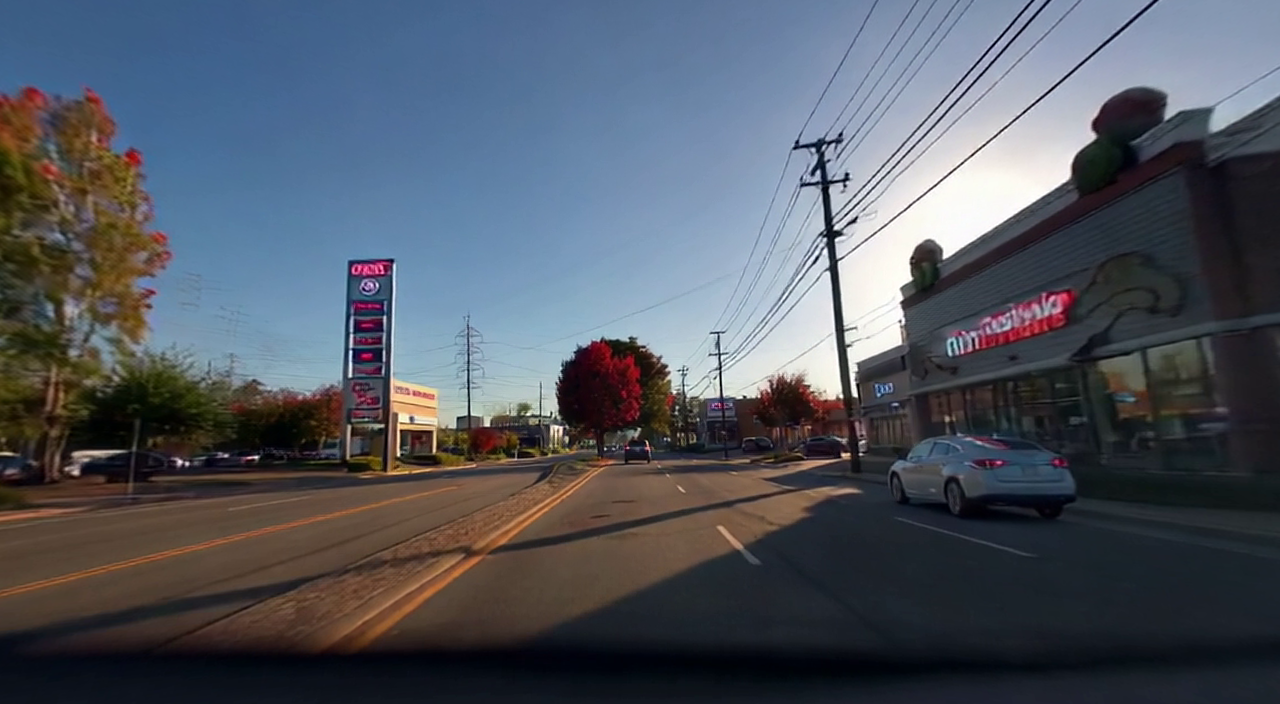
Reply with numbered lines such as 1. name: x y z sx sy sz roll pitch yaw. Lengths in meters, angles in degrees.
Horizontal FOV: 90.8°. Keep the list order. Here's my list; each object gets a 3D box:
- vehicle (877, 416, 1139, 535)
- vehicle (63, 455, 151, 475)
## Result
1. vehicle: 6.230 2.141 11.513 1.995 1.705 4.434 0 -9 -1
2. vehicle: -40.775 8.626 48.448 4.692 1.445 1.922 1 -9 -10
